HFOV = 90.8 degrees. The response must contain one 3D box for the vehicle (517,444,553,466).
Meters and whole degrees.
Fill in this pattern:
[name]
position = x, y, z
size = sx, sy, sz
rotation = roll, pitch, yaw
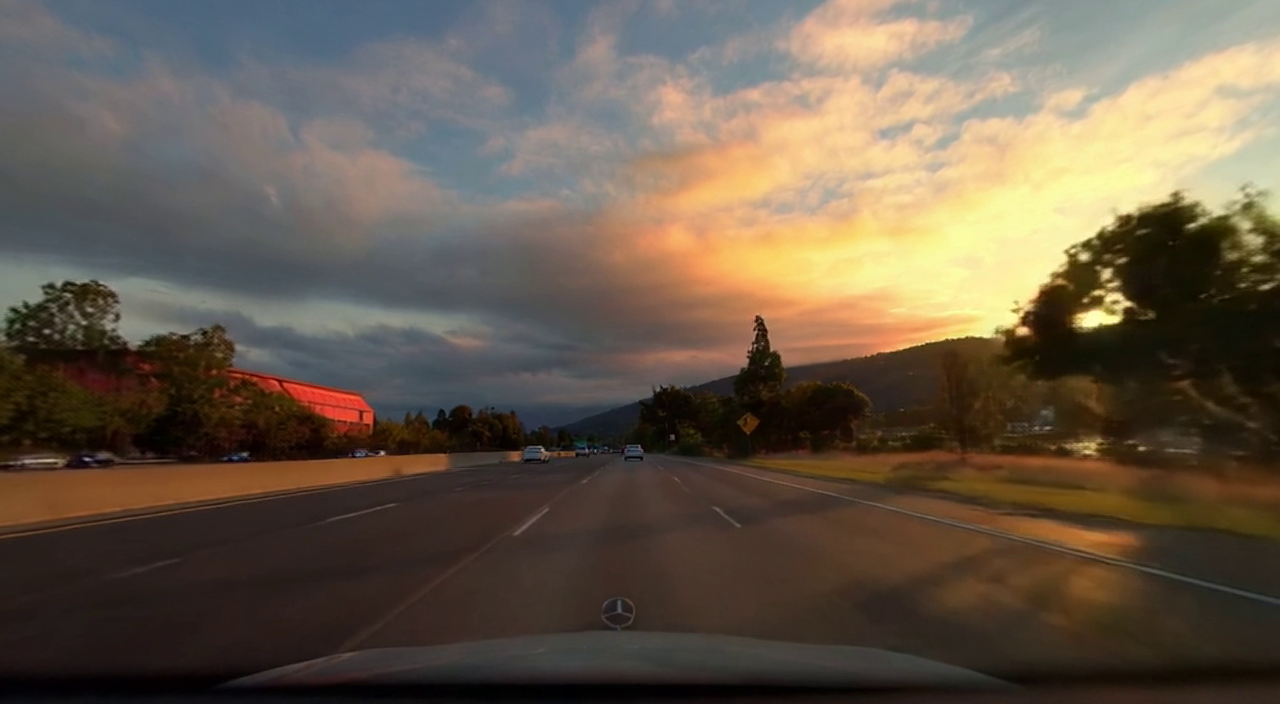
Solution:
[vehicle]
position = -7.950, 7.836, 48.343
size = 1.991, 1.572, 4.314
rotation = 0, -9, 0
